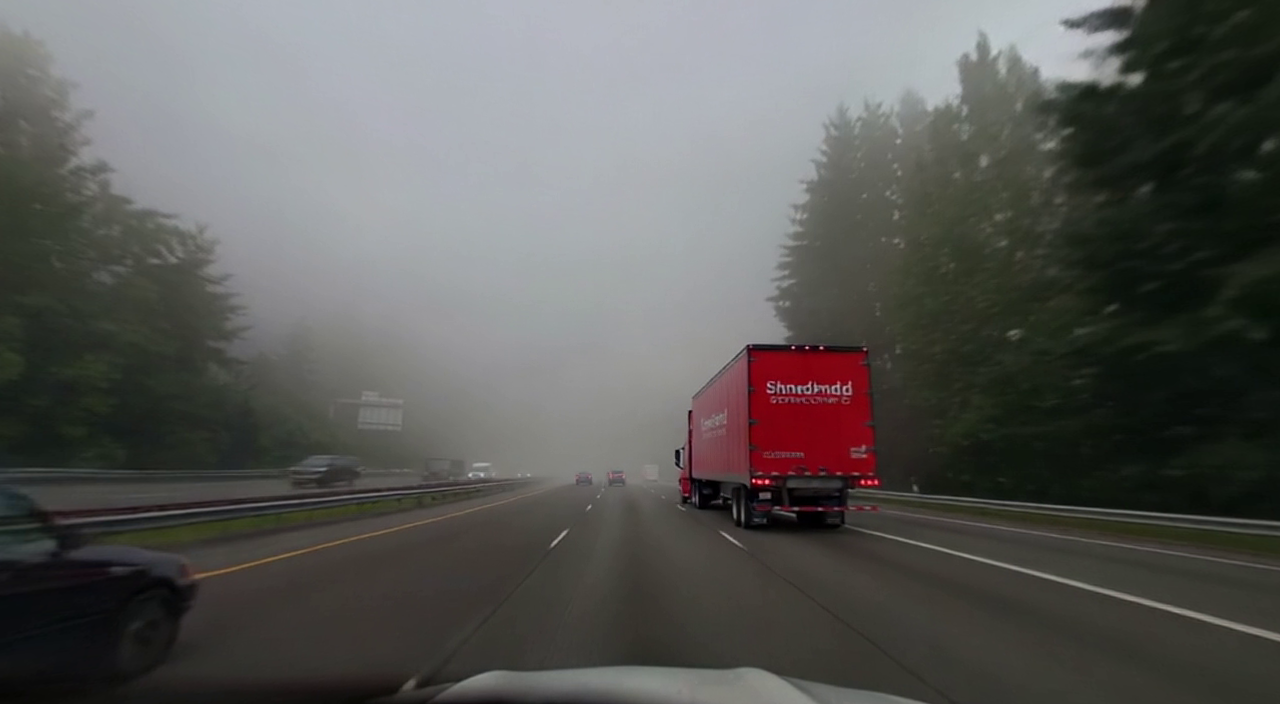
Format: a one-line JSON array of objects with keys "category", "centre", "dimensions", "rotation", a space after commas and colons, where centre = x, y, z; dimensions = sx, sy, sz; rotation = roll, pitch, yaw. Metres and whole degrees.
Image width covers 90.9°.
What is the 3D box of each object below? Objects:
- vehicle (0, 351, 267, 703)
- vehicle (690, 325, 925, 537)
[{"category": "vehicle", "centre": [-3.719, 0.791, 2.102], "dimensions": [2.070, 1.775, 4.646], "rotation": [1, -11, -1]}, {"category": "vehicle", "centre": [3.937, 2.861, 19.803], "dimensions": [2.992, 4.300, 13.967], "rotation": [1, -11, -2]}]
